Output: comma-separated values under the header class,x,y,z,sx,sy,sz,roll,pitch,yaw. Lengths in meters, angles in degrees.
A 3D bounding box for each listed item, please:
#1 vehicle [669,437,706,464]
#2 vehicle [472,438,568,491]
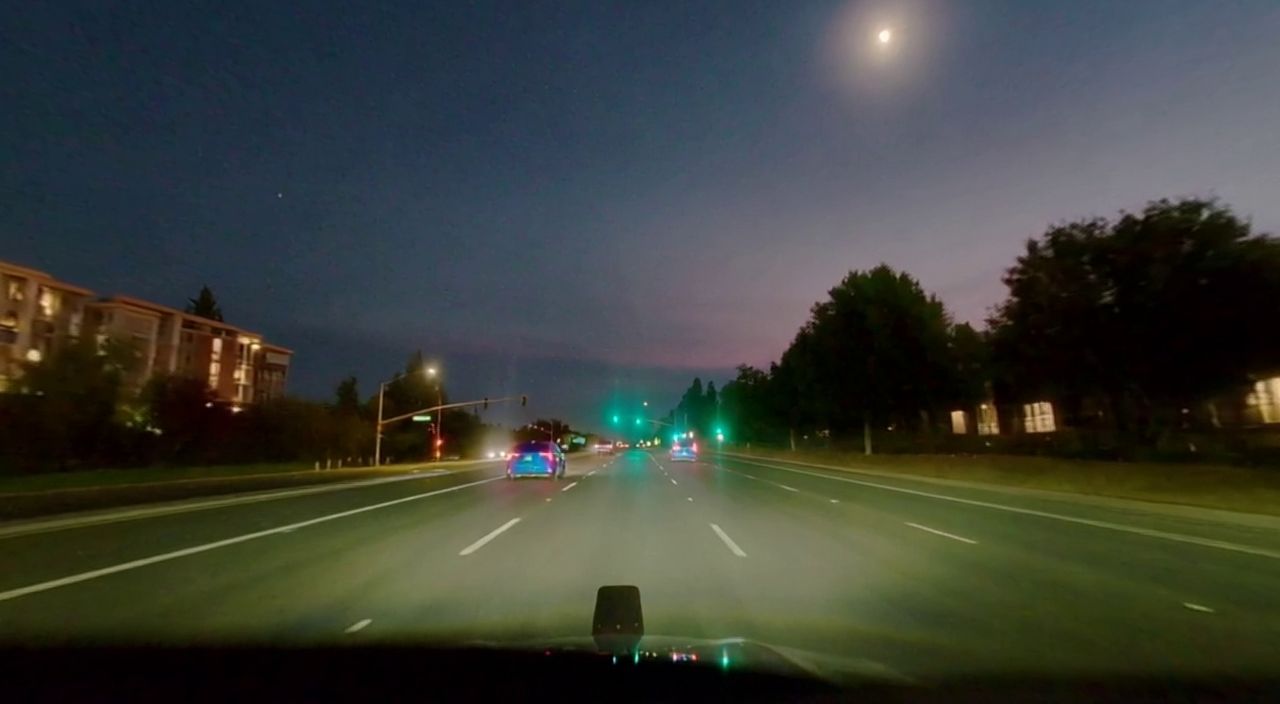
class,x,y,z,sx,sy,sz,roll,pitch,yaw
vehicle,3.064,6.479,41.585,2.072,1.696,4.177,0,-8,-1
vehicle,-3.627,3.478,19.923,2.112,1.471,4.212,0,-8,1
